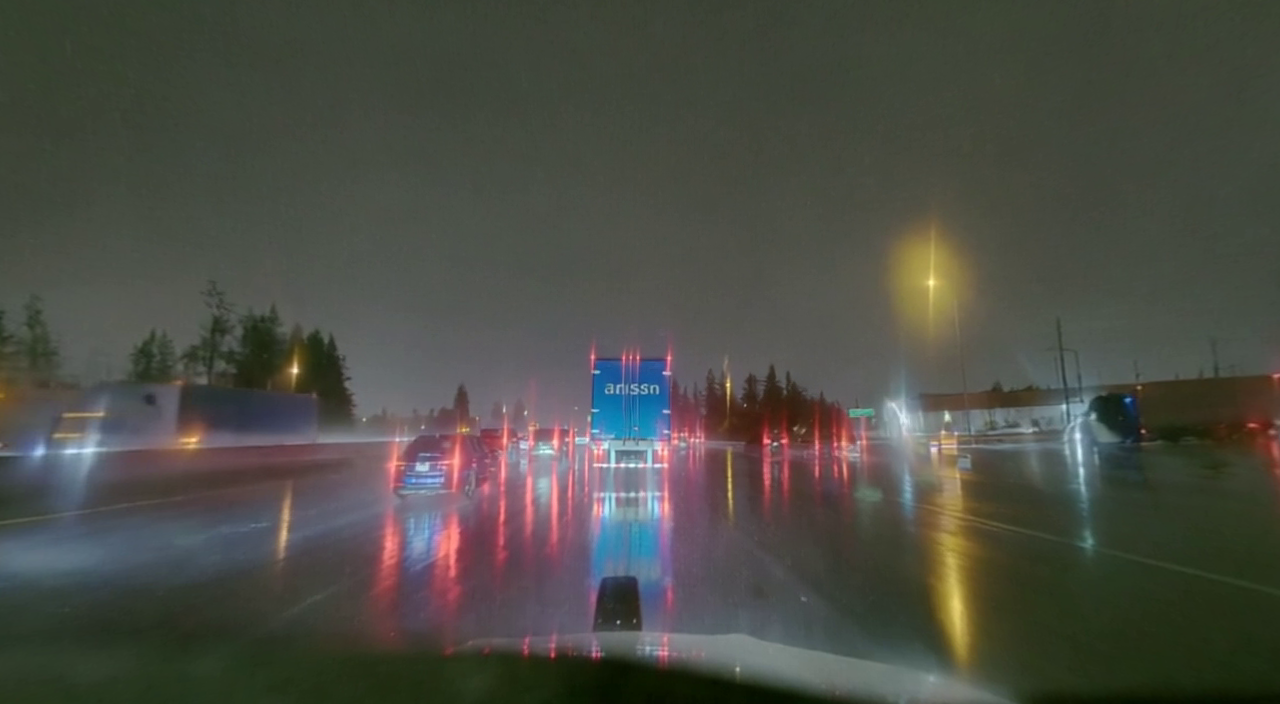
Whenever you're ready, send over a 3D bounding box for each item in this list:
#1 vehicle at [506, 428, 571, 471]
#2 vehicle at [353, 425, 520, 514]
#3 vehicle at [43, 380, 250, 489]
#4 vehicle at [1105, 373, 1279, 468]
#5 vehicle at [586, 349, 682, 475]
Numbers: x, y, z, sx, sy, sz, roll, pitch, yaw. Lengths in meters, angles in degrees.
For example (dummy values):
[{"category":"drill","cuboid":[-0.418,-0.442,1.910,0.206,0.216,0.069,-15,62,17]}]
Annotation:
[{"category":"vehicle","cuboid":[-4.003,3.908,25.435,1.946,1.599,4.073,0,-8,0]},{"category":"vehicle","cuboid":[-3.888,2.298,12.933,1.964,1.507,4.361,0,-8,0]},{"category":"vehicle","cuboid":[-19.139,3.256,25.027,3.004,3.780,6.115,-1,-7,2]},{"category":"vehicle","cuboid":[18.836,2.349,20.980,2.432,2.753,5.388,0,-8,0]},{"category":"vehicle","cuboid":[-0.316,2.708,26.450,3.171,4.204,11.036,0,-8,-1]}]
